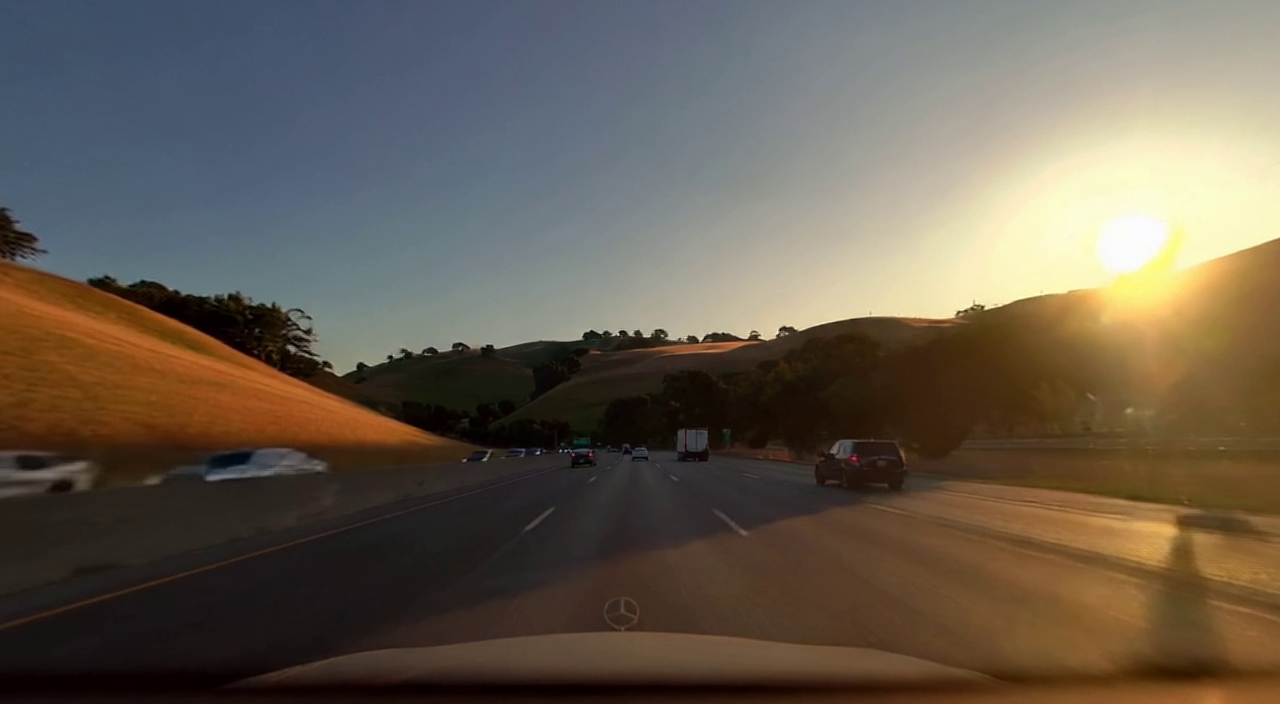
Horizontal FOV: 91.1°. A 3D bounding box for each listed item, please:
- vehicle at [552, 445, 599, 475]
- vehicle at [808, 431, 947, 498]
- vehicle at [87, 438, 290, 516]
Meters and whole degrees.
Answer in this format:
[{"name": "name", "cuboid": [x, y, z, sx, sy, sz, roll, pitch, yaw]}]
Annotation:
[{"name": "vehicle", "cuboid": [-3.531, 5.987, 35.161, 2.160, 1.530, 4.500, 0, -9, -1]}, {"name": "vehicle", "cuboid": [6.523, 3.142, 17.987, 2.069, 1.625, 4.832, 0, -9, 0]}, {"name": "vehicle", "cuboid": [-11.223, 3.099, 16.136, 1.911, 1.688, 4.421, 0, -9, 0]}]
